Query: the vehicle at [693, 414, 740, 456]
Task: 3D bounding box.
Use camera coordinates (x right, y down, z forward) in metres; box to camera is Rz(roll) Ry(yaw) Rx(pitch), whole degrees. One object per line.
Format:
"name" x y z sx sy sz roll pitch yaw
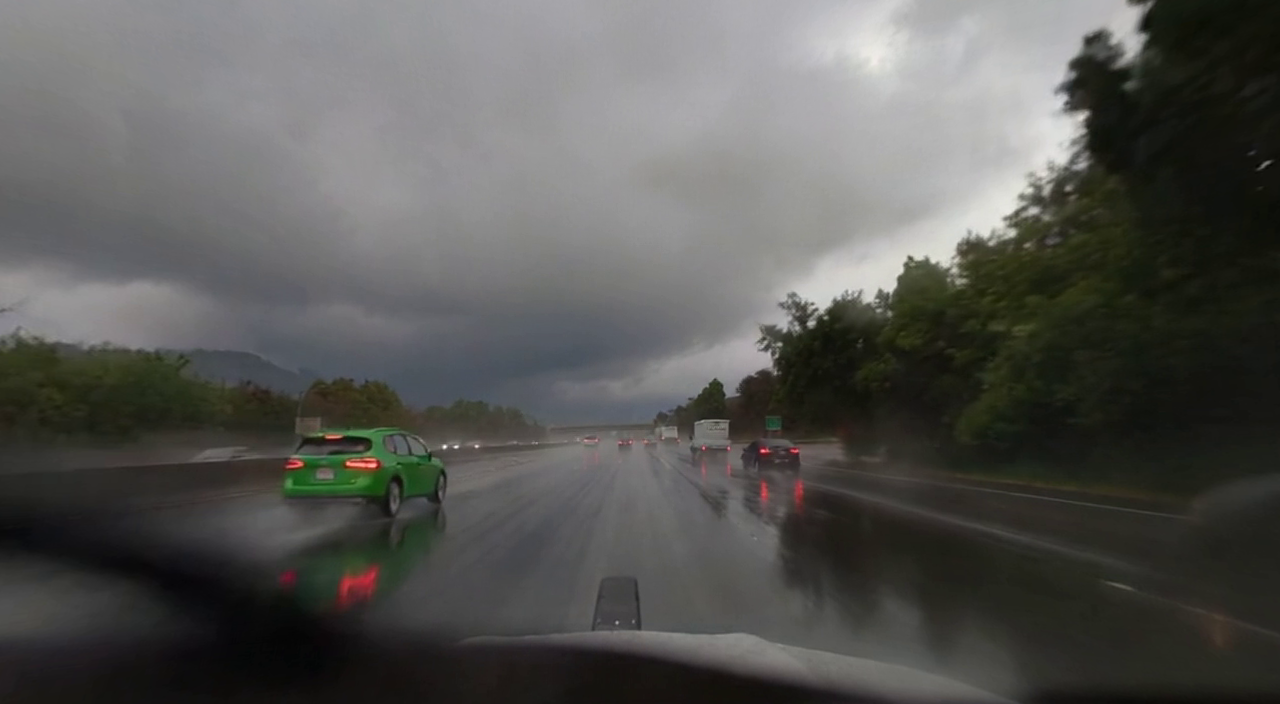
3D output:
"vehicle" 5.480 6.062 45.989 2.588 2.910 5.511 0 -8 -2

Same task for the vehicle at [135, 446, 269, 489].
"vehicle" -16.879 4.447 24.637 1.970 1.434 4.624 0 -8 -1

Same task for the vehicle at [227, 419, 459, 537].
"vehicle" -4.536 1.954 10.420 1.966 1.570 3.859 0 -8 -1

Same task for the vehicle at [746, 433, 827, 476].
"vehicle" 5.237 3.691 23.062 1.920 1.436 3.890 0 -8 -2
